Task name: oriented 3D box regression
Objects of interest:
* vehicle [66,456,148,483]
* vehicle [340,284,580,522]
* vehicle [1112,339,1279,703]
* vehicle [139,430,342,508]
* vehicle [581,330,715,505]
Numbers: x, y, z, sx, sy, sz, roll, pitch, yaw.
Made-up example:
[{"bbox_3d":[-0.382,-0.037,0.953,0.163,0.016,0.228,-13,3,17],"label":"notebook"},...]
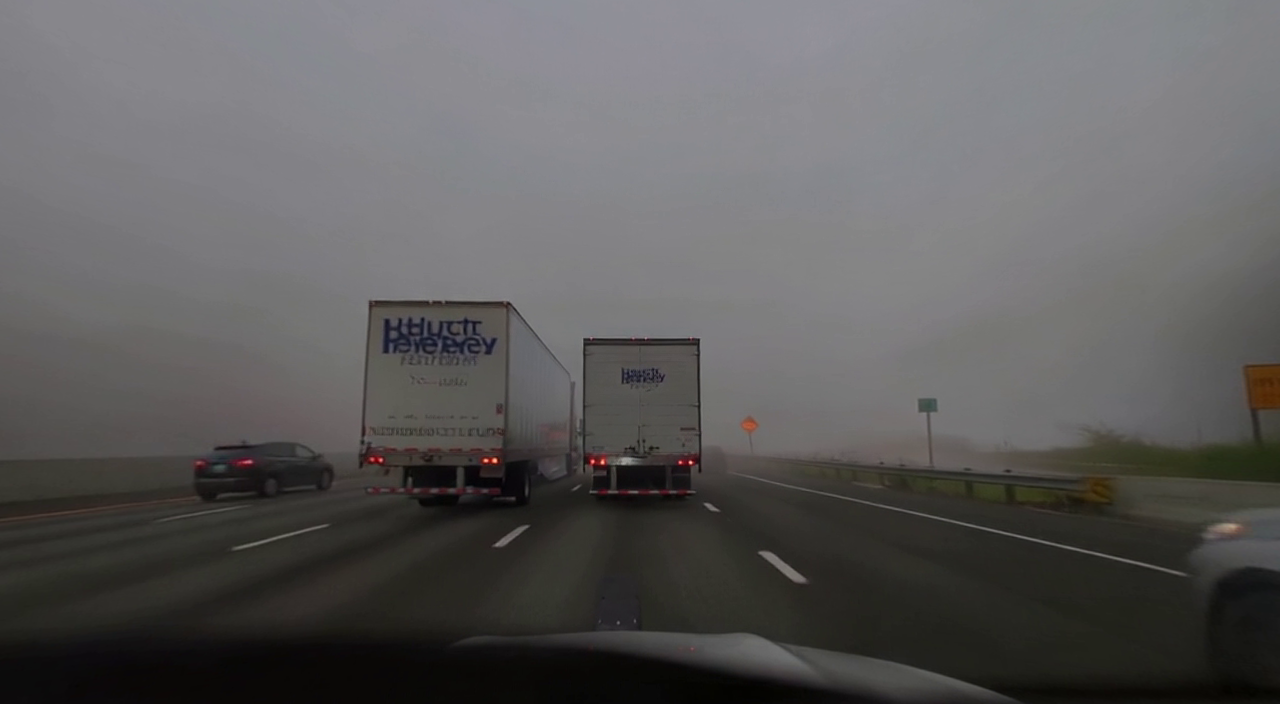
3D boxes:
[{"bbox_3d":[-29.041,6.381,34.538,1.479,1.342,3.317,-1,-9,3],"label":"vehicle"},{"bbox_3d":[-3.795,2.024,18.821,2.873,4.107,15.970,0,-9,-1],"label":"vehicle"},{"bbox_3d":[3.887,0.610,1.331,2.136,1.753,4.644,0,-9,0],"label":"vehicle"},{"bbox_3d":[-10.928,3.228,18.005,2.120,1.862,5.530,0,-9,0],"label":"vehicle"},{"bbox_3d":[0.090,2.142,18.773,2.910,3.828,9.805,0,-9,-1],"label":"vehicle"}]
